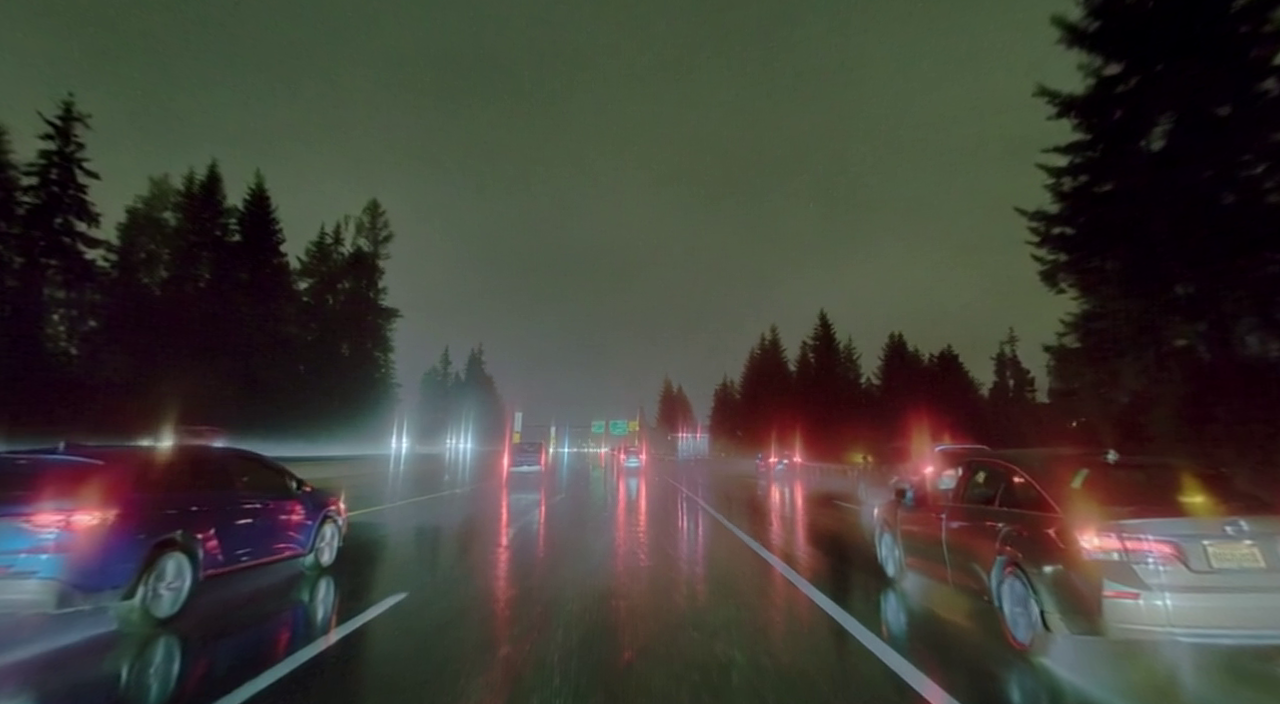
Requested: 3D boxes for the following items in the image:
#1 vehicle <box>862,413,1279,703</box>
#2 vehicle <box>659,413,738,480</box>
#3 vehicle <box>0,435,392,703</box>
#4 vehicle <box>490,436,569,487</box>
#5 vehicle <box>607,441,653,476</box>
[{"bbox_3d":[3.092,1.212,3.657,2.031,1.504,4.327,0,-9,0],"label":"vehicle"},{"bbox_3d":[3.098,5.628,37.591,3.426,3.279,12.313,0,-9,-1],"label":"vehicle"},{"bbox_3d":[-4.079,1.487,5.524,1.947,1.424,4.264,0,-9,2],"label":"vehicle"},{"bbox_3d":[-4.184,4.237,24.698,2.176,1.783,4.799,0,-9,0],"label":"vehicle"},{"bbox_3d":[-0.502,5.541,32.881,2.235,1.682,4.094,0,-9,-1],"label":"vehicle"}]
